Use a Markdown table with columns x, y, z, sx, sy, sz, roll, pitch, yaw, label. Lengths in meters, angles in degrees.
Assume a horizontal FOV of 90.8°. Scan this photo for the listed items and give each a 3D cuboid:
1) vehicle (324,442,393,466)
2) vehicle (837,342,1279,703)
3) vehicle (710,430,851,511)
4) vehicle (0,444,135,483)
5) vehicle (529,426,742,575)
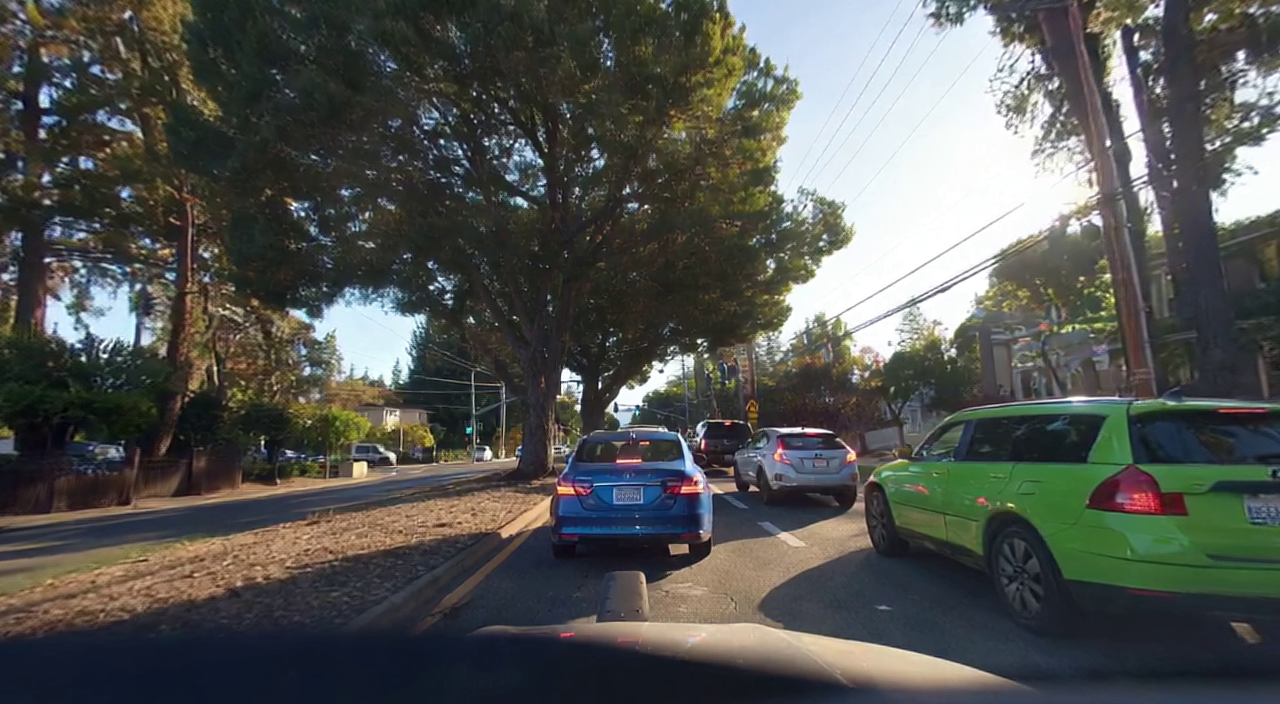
| x | y | z | sx | sy | sz | roll | pitch | yaw | label |
| --- | --- | --- | --- | --- | --- | --- | --- | --- | --- |
| -19.930 | 7.249 | 44.862 | 3.957 | 1.630 | 1.881 | 0 | -8 | 0 | vehicle |
| 3.363 | 1.139 | 5.222 | 2.006 | 1.766 | 4.345 | 0 | -8 | 0 | vehicle |
| 2.947 | 2.609 | 14.400 | 1.971 | 1.517 | 4.521 | 0 | -8 | -3 | vehicle |
| -22.537 | 4.344 | 24.720 | 4.092 | 1.438 | 1.639 | 0 | -8 | 1 | vehicle |
| -0.092 | 1.835 | 8.622 | 2.186 | 1.500 | 4.141 | 0 | -8 | -1 | vehicle |
